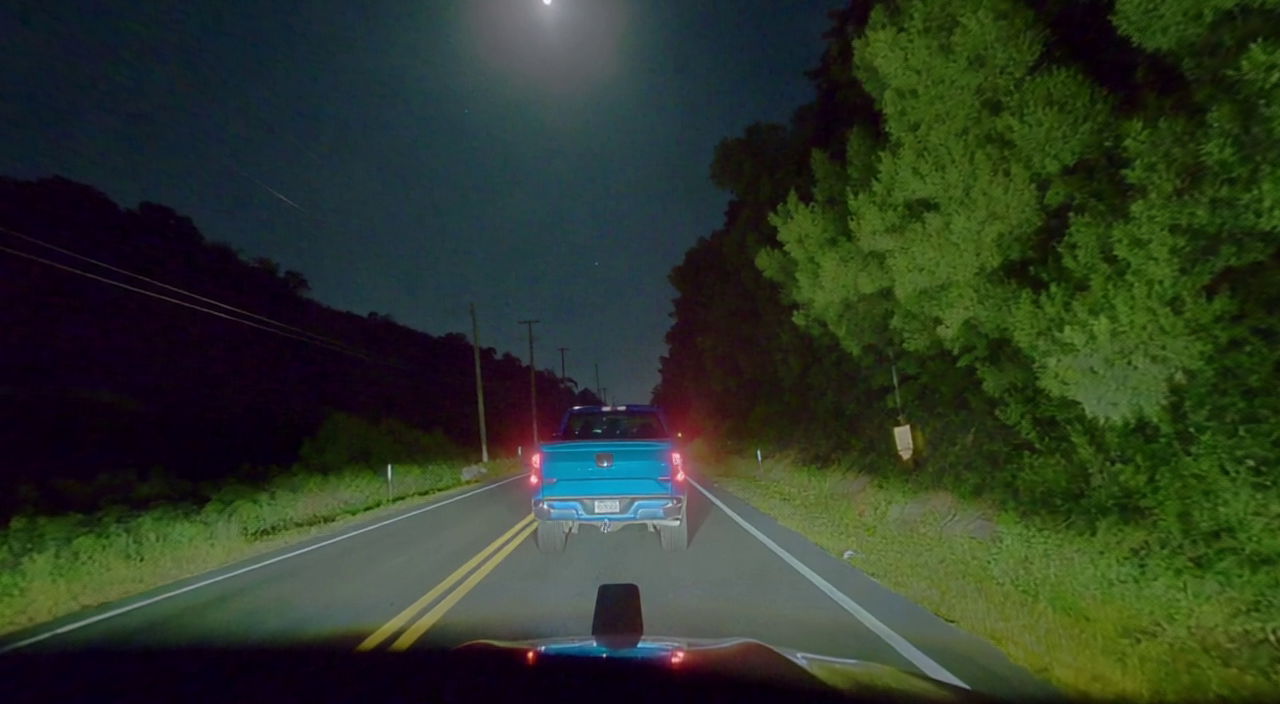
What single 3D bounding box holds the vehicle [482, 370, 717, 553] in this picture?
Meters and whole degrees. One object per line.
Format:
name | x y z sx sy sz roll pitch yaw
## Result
vehicle | -0.524 1.757 10.702 2.837 2.223 5.885 0 -8 -1
